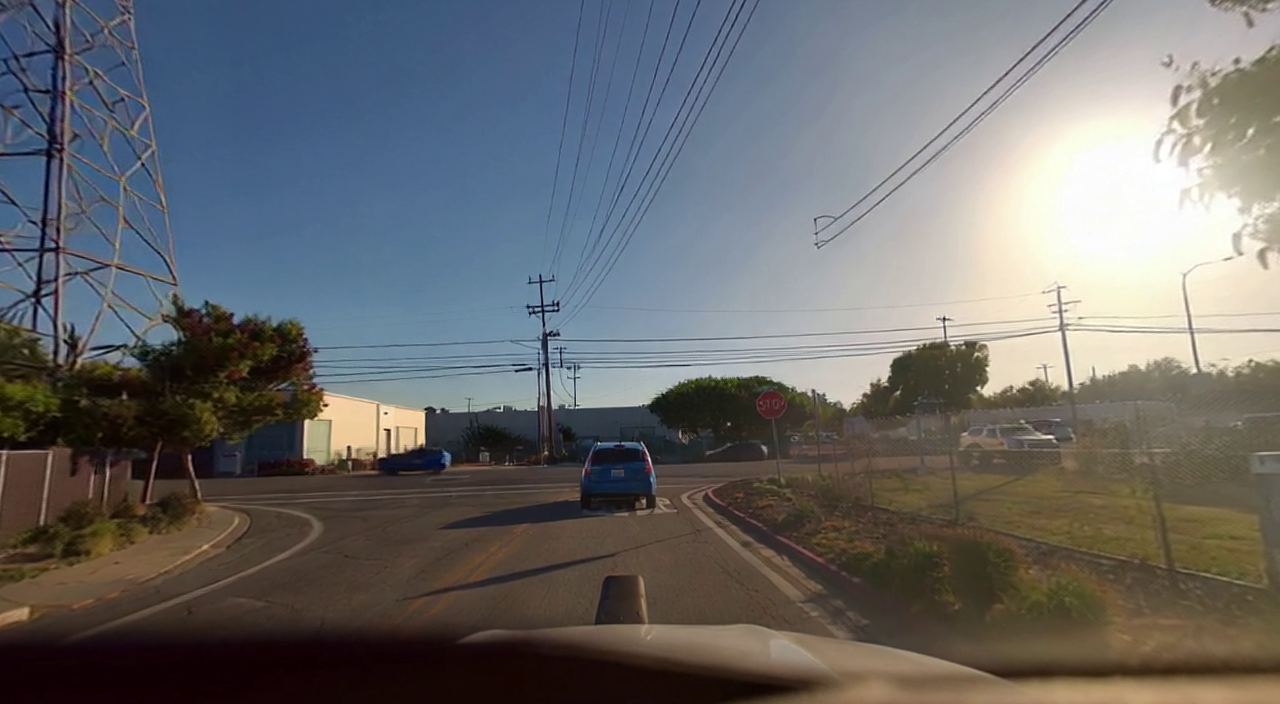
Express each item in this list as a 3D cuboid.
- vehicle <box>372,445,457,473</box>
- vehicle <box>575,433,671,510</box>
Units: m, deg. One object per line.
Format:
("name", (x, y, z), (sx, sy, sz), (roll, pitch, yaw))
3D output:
("vehicle", (-13.975, 6.645, 39.353), (4.667, 1.614, 1.820), (1, -8, -8))
("vehicle", (-0.504, 2.986, 16.311), (2.137, 1.698, 4.166), (0, -8, -4))
